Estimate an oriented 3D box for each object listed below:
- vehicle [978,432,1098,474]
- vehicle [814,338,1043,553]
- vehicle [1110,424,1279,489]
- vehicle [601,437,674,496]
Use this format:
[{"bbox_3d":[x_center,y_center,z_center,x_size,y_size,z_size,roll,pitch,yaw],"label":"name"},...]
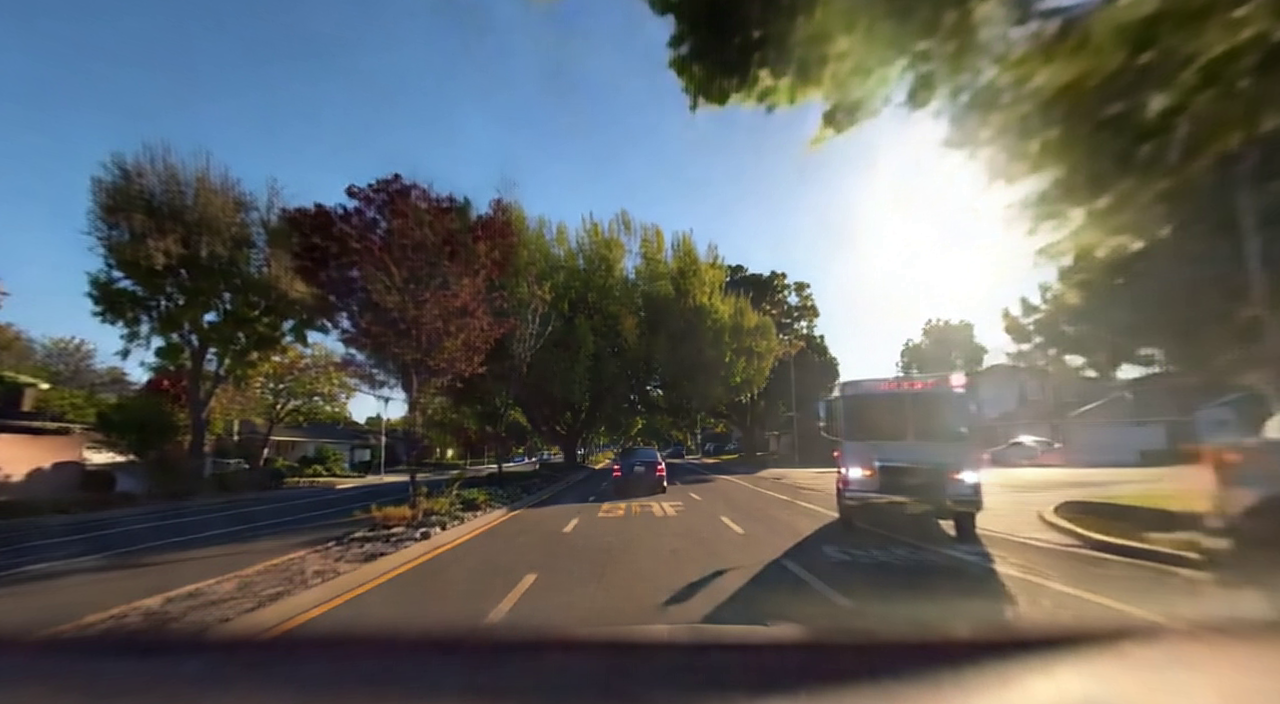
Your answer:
[{"bbox_3d":[19.634,5.010,31.287,4.598,1.702,2.027,-13,-14,38],"label":"vehicle"},{"bbox_3d":[5.169,1.734,11.549,2.654,2.824,5.794,-7,-10,24],"label":"vehicle"},{"bbox_3d":[17.739,3.093,18.893,5.559,1.800,2.055,-3,-9,28],"label":"vehicle"},{"bbox_3d":[-0.039,3.546,19.953,2.106,1.655,3.717,0,-8,1],"label":"vehicle"}]
